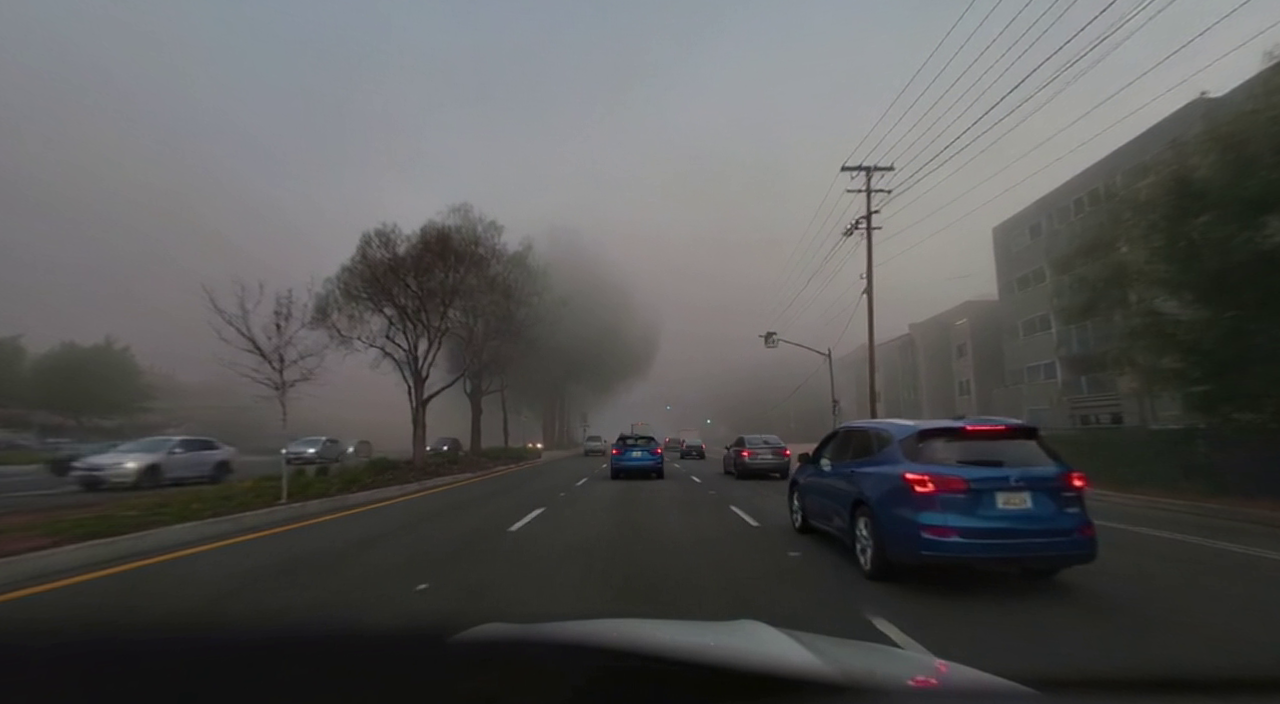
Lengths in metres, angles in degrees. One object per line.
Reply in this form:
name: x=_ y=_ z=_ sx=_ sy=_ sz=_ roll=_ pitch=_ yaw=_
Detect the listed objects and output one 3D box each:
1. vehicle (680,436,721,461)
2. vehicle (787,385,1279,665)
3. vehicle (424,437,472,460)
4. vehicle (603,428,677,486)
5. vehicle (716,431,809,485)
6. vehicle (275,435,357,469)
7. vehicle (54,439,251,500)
vehicle: x=3.699 y=5.990 z=39.221 sx=2.054 sy=1.461 sz=4.321 roll=0 pitch=-8 yaw=-1
vehicle: x=3.131 y=1.376 z=6.205 sx=2.123 sy=1.657 sz=4.719 roll=0 pitch=-8 yaw=-2
vehicle: x=-13.973 y=7.045 z=46.282 sx=1.951 sy=1.538 sz=4.940 roll=0 pitch=-8 yaw=1
vehicle: x=-0.018 y=3.262 z=19.846 sx=2.073 sy=1.606 sz=3.933 roll=0 pitch=-8 yaw=-1
vehicle: x=3.825 y=3.403 z=20.573 sx=2.086 sy=1.534 sz=4.351 roll=0 pitch=-8 yaw=-1
vehicle: x=-17.068 y=5.291 z=33.607 sx=1.905 sy=1.634 sz=4.617 roll=0 pitch=-8 yaw=0
vehicle: x=-13.272 y=3.199 z=17.671 sx=1.932 sy=1.455 sz=4.485 roll=0 pitch=-8 yaw=0
